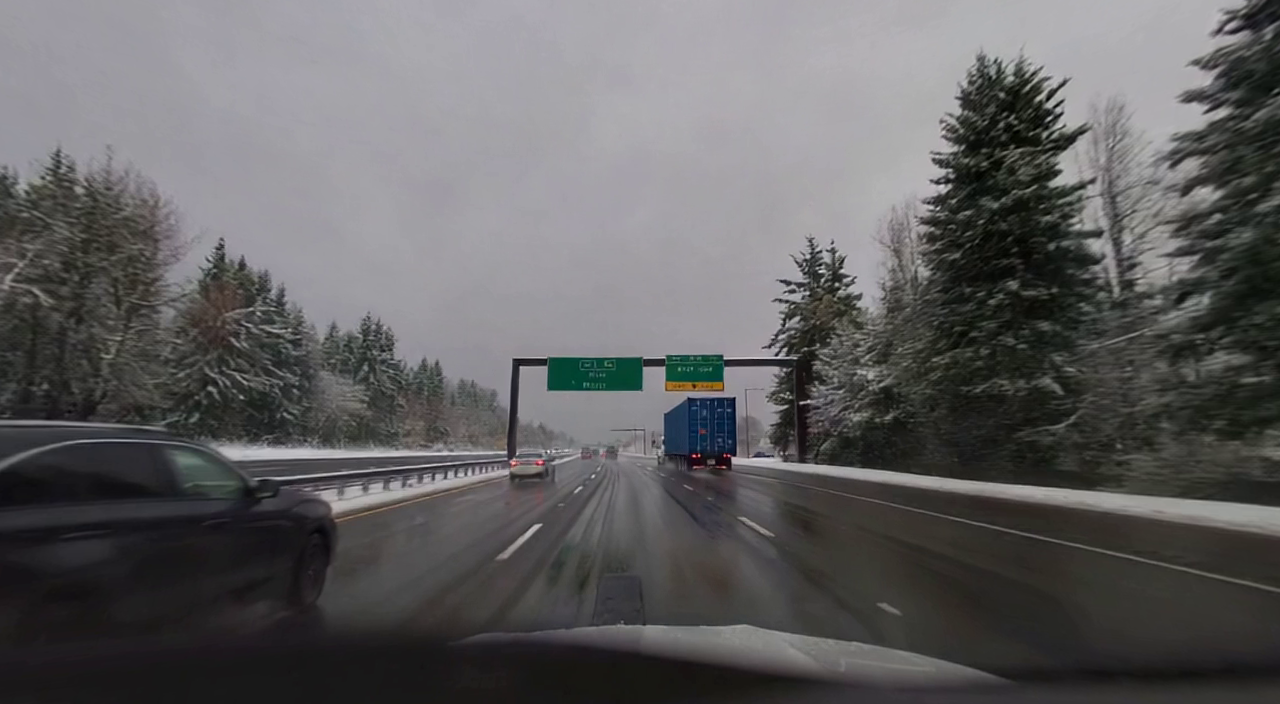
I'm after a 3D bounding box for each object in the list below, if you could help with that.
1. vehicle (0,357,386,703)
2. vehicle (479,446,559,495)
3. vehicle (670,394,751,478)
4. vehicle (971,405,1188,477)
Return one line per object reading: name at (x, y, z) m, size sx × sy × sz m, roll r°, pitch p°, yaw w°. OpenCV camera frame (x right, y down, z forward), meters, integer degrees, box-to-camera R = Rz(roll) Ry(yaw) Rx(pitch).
vehicle at (-3.723, 1.044, 3.668) m, size 2.370 × 1.647 × 5.091 m, roll 0°, pitch -9°, yaw 0°
vehicle at (-4.099, 4.058, 21.967) m, size 2.063 × 1.532 × 3.763 m, roll 0°, pitch -9°, yaw -1°
vehicle at (3.716, 5.074, 36.959) m, size 2.821 × 4.046 × 12.876 m, roll 0°, pitch -9°, yaw -2°
vehicle at (28.552, 6.136, 42.611) m, size 2.986 × 4.013 × 13.935 m, roll 1°, pitch -9°, yaw -9°
